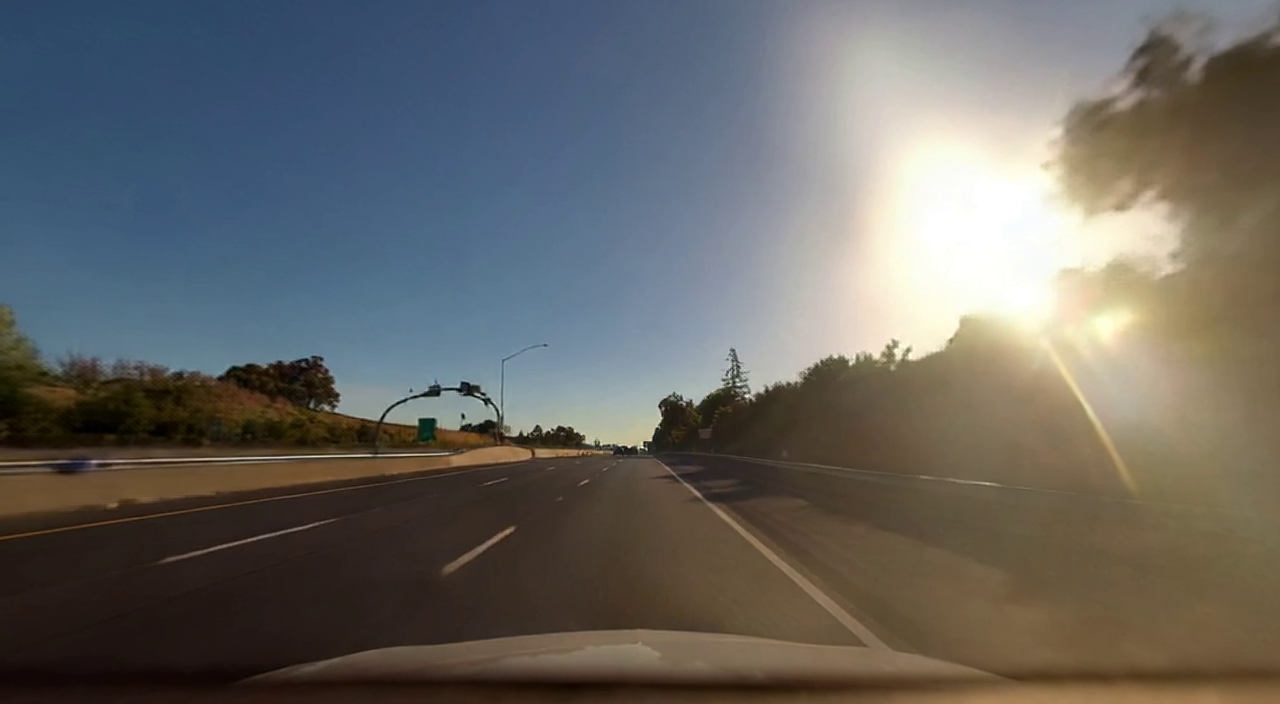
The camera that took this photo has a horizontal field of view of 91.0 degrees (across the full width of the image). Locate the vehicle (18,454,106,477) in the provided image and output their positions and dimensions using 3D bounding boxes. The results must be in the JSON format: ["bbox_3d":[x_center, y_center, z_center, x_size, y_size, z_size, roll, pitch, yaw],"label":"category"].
[{"bbox_3d":[-39.849,7.811,43.535,1.882,1.462,4.335,0,-9,1],"label":"vehicle"}]
